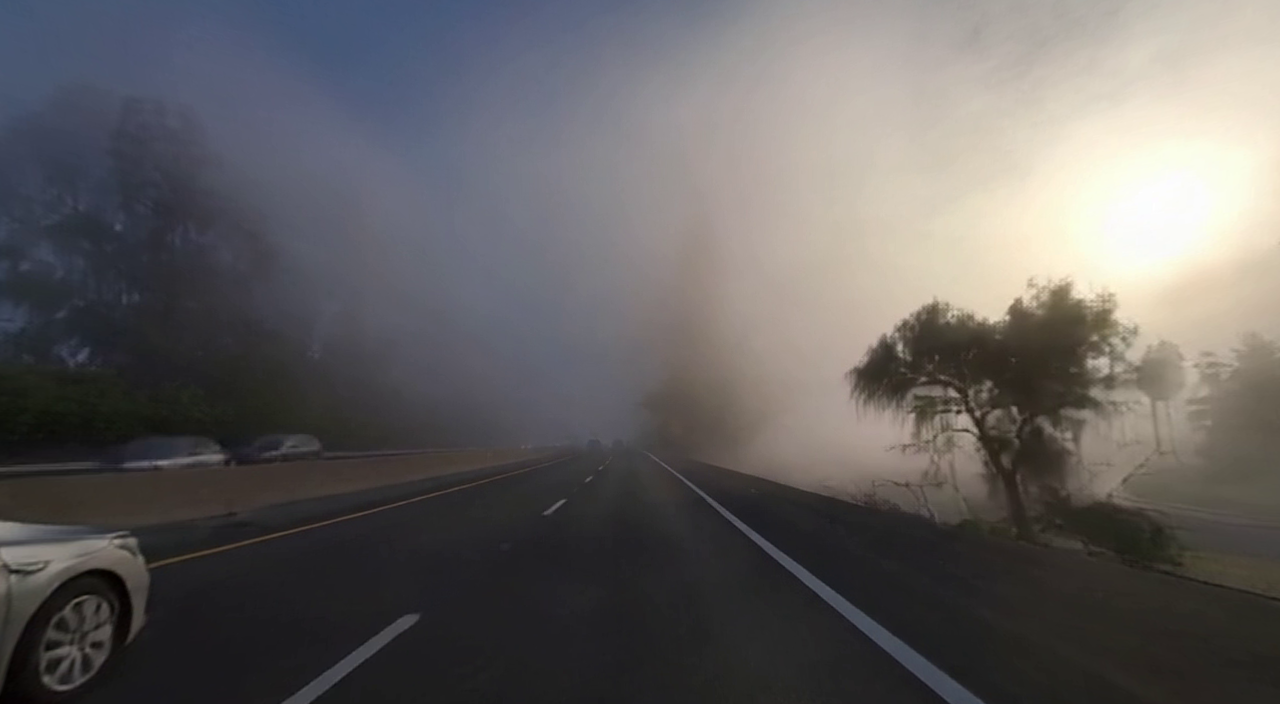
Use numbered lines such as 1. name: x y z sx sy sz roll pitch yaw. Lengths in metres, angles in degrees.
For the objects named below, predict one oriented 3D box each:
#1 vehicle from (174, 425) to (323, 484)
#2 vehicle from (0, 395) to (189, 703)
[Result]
1. vehicle: -13.617 3.601 22.304 2.231 1.820 4.733 0 -8 0
2. vehicle: -3.857 0.787 1.422 2.092 1.562 4.748 0 -8 1
